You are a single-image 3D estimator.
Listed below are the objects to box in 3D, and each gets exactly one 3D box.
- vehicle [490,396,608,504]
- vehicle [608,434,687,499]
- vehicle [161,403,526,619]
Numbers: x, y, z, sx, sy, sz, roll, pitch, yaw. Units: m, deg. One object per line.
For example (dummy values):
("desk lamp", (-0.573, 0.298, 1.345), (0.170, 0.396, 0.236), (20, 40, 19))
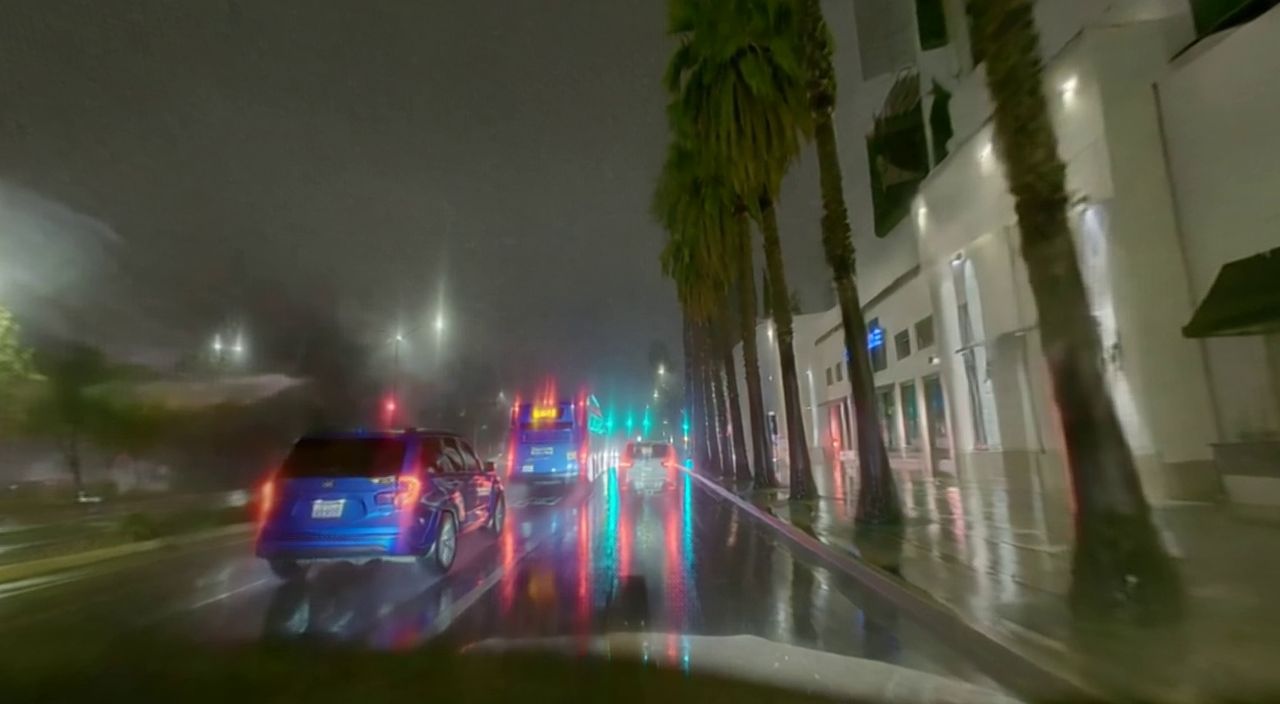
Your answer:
("vehicle", (-2.842, 3.442, 22.430), (2.775, 3.064, 8.297), (0, -8, 1))
("vehicle", (0.220, 3.372, 18.931), (2.120, 1.727, 3.917), (0, -8, 1))
("vehicle", (-2.930, 1.686, 7.692), (2.124, 1.799, 4.587), (0, -8, 1))
